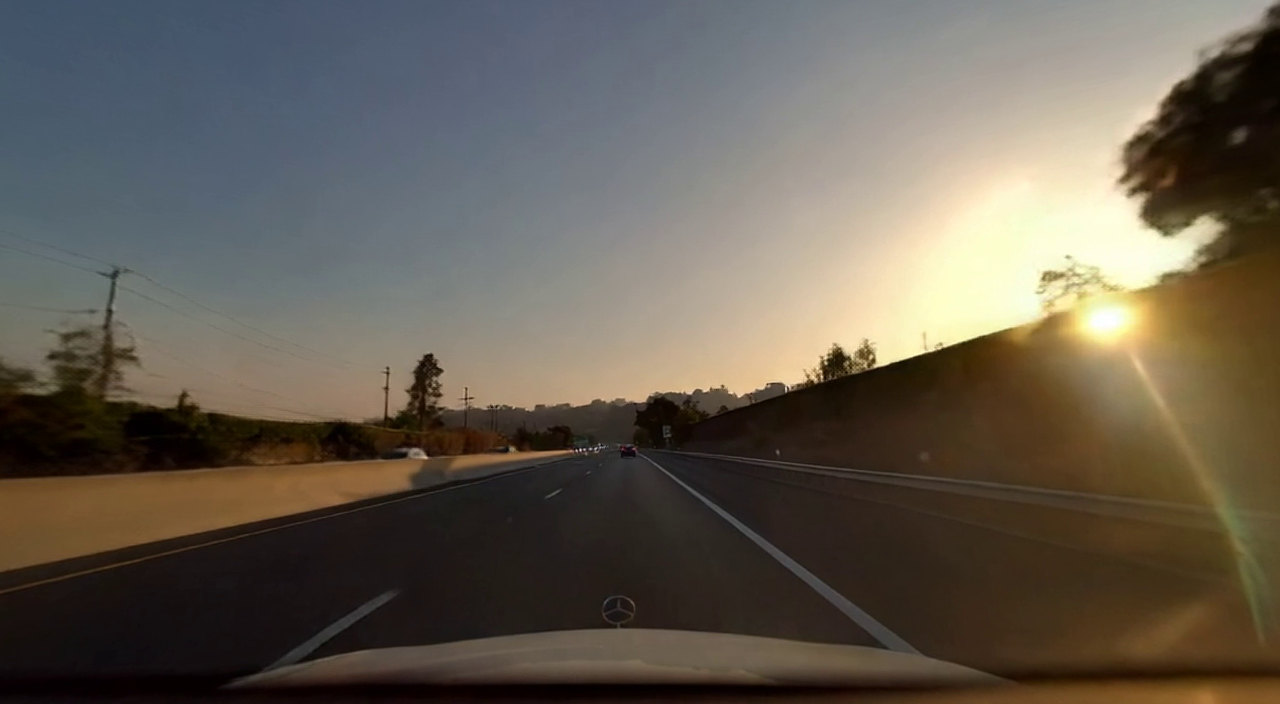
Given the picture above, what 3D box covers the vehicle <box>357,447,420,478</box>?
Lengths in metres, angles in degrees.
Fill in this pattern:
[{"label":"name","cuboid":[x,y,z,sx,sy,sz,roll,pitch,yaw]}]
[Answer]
[{"label":"vehicle","cuboid":[-13.640,5.970,34.212,1.878,1.552,4.120,0,-9,-2]}]
